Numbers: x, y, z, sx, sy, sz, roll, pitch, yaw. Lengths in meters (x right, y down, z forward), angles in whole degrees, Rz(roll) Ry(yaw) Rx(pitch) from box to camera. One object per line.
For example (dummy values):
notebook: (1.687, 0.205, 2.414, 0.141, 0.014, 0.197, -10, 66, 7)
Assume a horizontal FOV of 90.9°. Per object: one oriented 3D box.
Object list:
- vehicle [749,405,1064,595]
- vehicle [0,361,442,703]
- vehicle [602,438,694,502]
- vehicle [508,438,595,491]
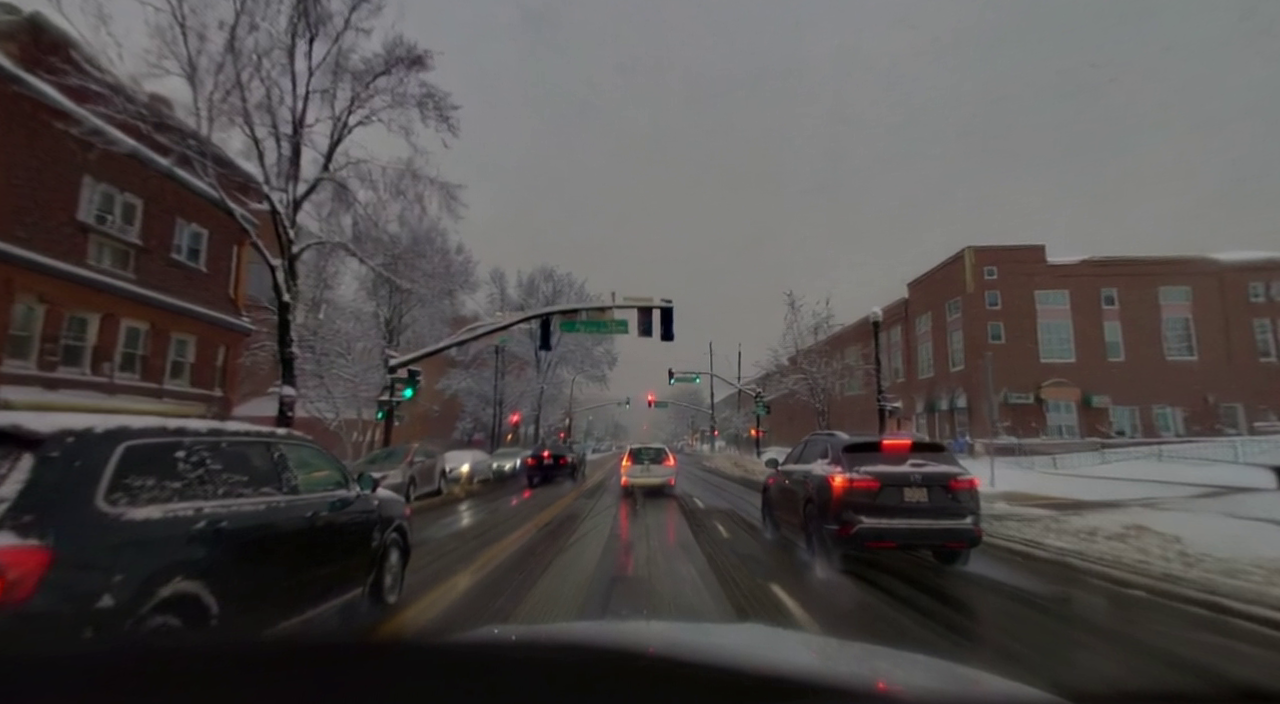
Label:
vehicle: (2.805, 1.690, 8.001, 2.094, 1.709, 4.394, 0, -9, 1)
vehicle: (-3.022, 1.143, 4.080, 2.085, 1.619, 3.976, 0, -9, 1)
vehicle: (0.179, 3.077, 16.850, 2.139, 1.466, 4.373, 0, -9, 0)
vehicle: (-2.705, 3.607, 20.520, 2.019, 1.507, 4.643, 0, -9, 2)
